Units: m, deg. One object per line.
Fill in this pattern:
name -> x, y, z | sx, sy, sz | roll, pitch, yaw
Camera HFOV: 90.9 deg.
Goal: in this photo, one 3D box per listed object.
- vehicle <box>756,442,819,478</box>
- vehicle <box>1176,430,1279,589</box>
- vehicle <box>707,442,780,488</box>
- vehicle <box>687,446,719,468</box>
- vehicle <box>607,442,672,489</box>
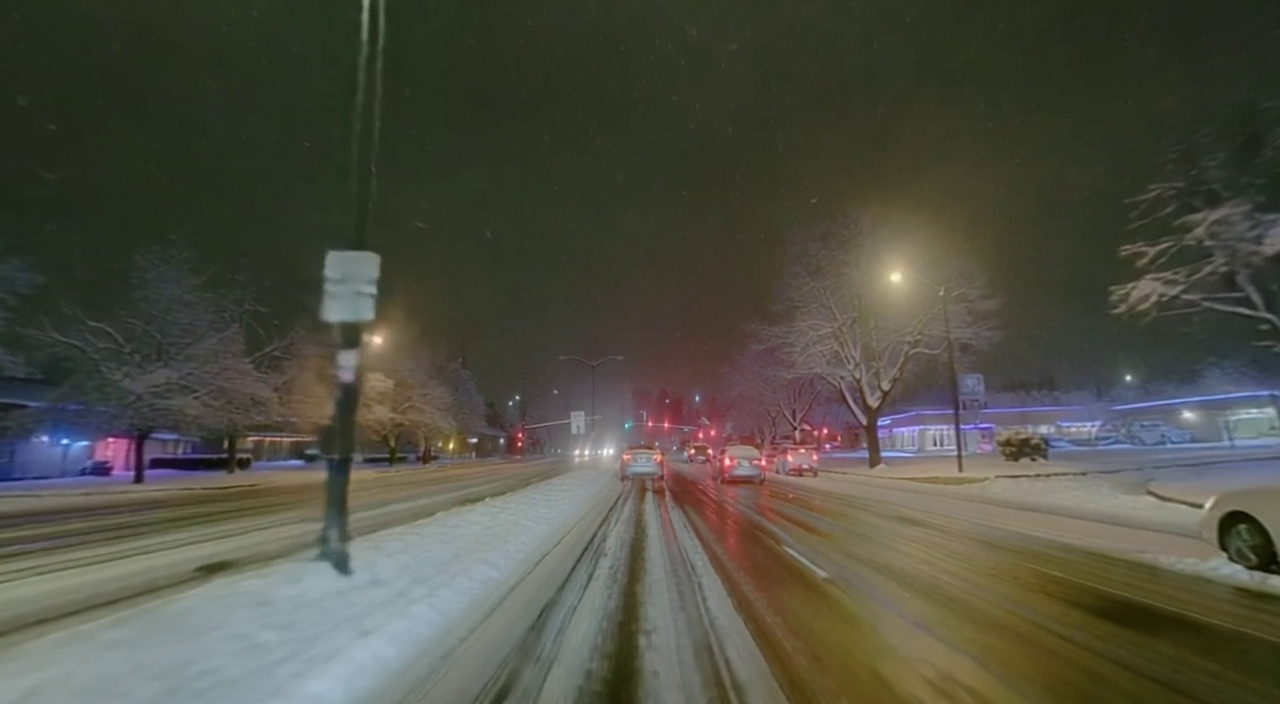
vehicle -> 7.374, 5.408, 31.922 | 2.044, 1.701, 4.397 | 0, -8, -1
vehicle -> 7.114, 1.356, 4.984 | 1.892, 1.515, 4.400 | 0, -8, 1
vehicle -> 3.727, 4.139, 23.504 | 1.988, 1.528, 4.144 | 0, -8, 0
vehicle -> 4.410, 7.459, 44.903 | 1.862, 1.457, 4.204 | 0, -8, 0
vehicle -> -0.009, 3.951, 22.260 | 2.096, 1.473, 3.893 | 0, -8, 0
